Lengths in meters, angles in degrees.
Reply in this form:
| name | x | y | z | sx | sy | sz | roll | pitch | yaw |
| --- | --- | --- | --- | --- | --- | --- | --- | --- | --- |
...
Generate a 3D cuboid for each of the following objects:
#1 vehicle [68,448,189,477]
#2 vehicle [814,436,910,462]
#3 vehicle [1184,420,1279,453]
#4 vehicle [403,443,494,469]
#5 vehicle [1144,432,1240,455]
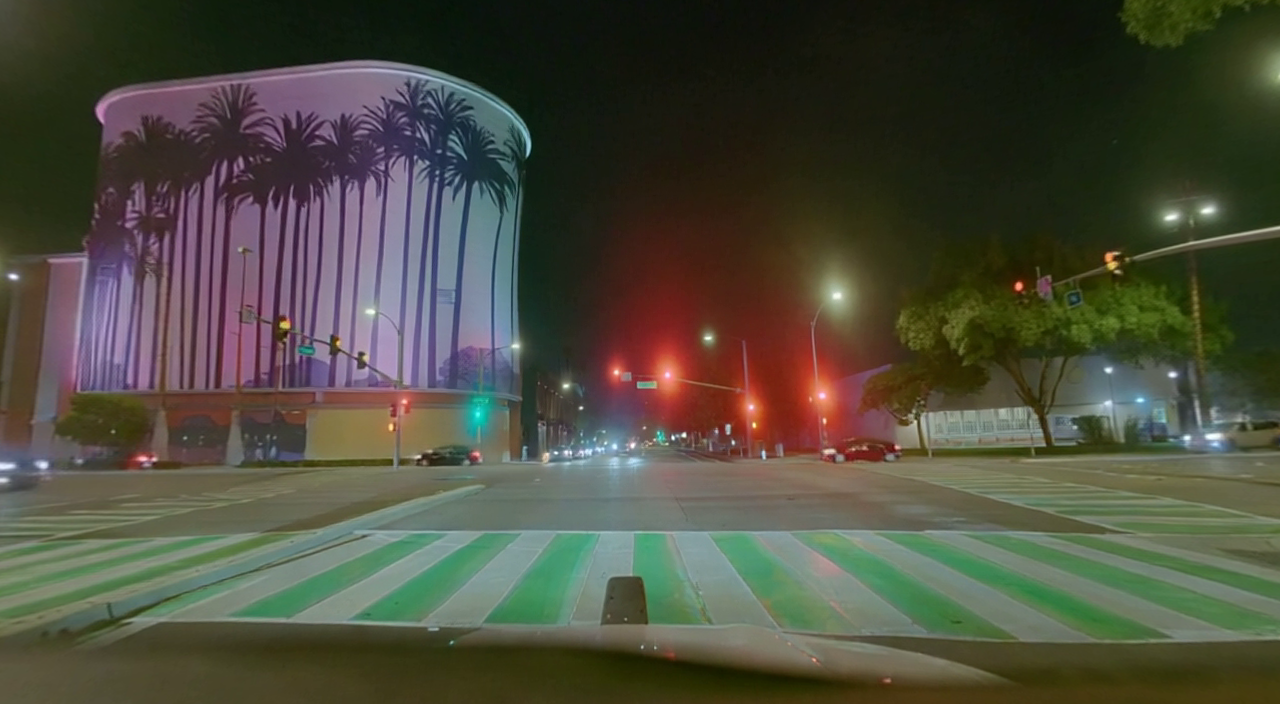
| name | x | y | z | sx | sy | sz | roll | pitch | yaw |
| --- | --- | --- | --- | --- | --- | --- | --- | --- | --- |
| vehicle | -27.159 | 5.855 | 33.578 | 4.875 | 1.461 | 1.777 | 0 | -8 | 1 |
| vehicle | 12.890 | 5.656 | 36.716 | 4.893 | 1.458 | 1.791 | 0 | -8 | 0 |
| vehicle | 35.516 | 4.940 | 36.758 | 5.477 | 1.880 | 2.125 | 0 | -8 | 1 |
| vehicle | -11.264 | 6.141 | 37.299 | 4.784 | 1.465 | 1.798 | 0 | -8 | 1 |
| vehicle | 36.066 | 6.023 | 41.243 | 4.606 | 1.449 | 1.687 | 0 | -8 | 1 |
